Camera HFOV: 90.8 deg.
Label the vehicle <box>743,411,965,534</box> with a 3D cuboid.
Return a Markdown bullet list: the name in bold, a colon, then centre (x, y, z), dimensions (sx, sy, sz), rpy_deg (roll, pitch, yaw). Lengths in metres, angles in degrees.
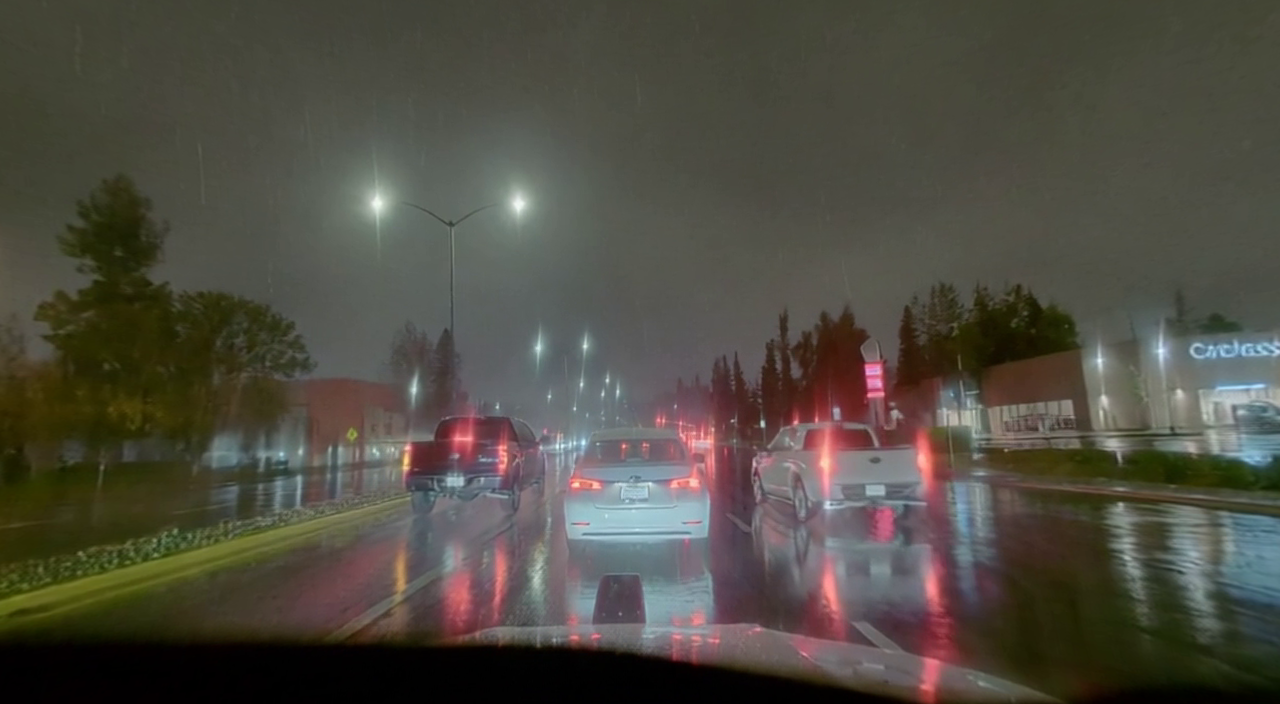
- **vehicle**: centre (3.331, 2.000, 11.097), dimensions (2.092, 1.658, 4.814), rpy_deg (0, -8, -1)

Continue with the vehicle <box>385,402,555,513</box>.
- **vehicle**: centre (-3.453, 2.319, 14.259), dimensions (2.301, 1.985, 5.531), rpy_deg (0, -8, 0)

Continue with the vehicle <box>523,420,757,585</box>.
- **vehicle**: centre (-0.066, 1.665, 7.804), dimensions (2.126, 1.475, 3.967), rpy_deg (0, -8, -2)
